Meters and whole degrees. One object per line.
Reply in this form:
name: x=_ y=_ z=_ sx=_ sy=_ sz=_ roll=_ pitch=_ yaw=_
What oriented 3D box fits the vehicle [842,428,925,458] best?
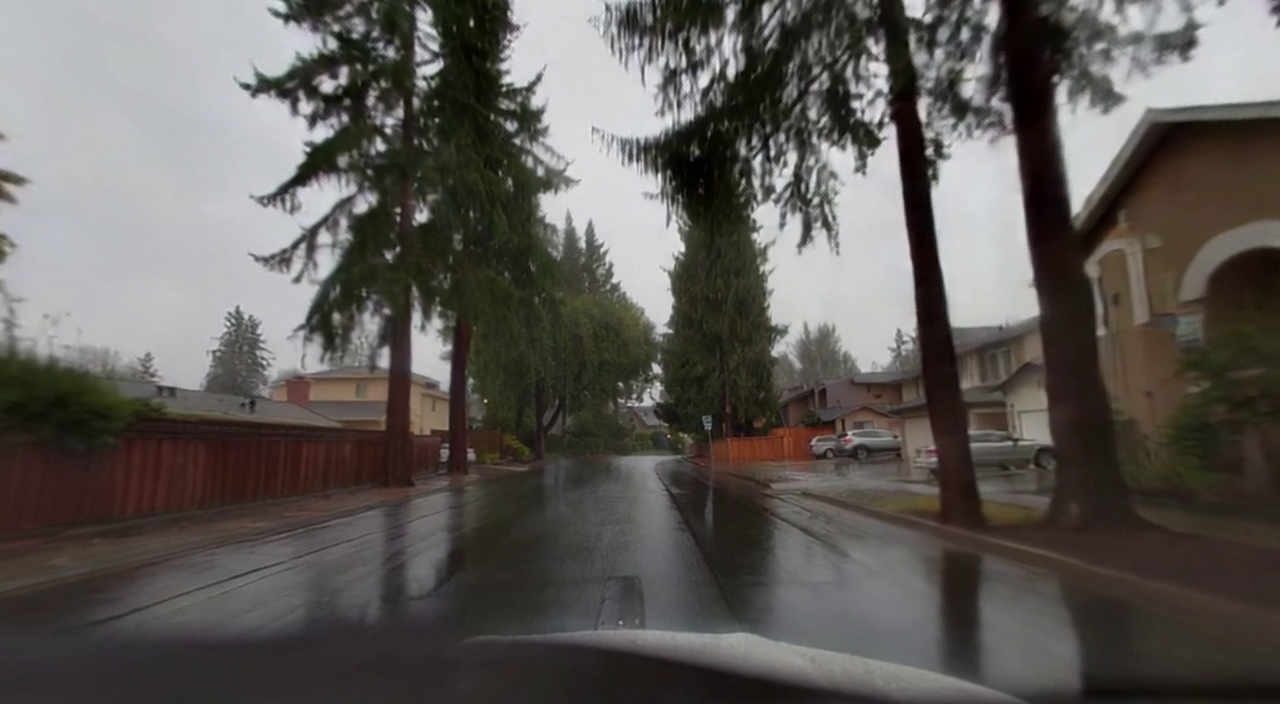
vehicle: x=14.258 y=5.379 z=37.217 sx=4.261 sy=1.725 sz=1.955 roll=-2 pitch=-9 yaw=13

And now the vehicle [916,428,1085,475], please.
vehicle: x=11.748 y=3.261 z=20.822 sx=4.415 sy=1.457 sz=1.797 roll=0 pitch=-9 yaw=1

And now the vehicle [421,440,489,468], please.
vehicle: x=-12.744 y=6.973 z=43.350 sx=4.656 sy=1.835 sz=2.039 roll=-7 pitch=-11 yaw=37
